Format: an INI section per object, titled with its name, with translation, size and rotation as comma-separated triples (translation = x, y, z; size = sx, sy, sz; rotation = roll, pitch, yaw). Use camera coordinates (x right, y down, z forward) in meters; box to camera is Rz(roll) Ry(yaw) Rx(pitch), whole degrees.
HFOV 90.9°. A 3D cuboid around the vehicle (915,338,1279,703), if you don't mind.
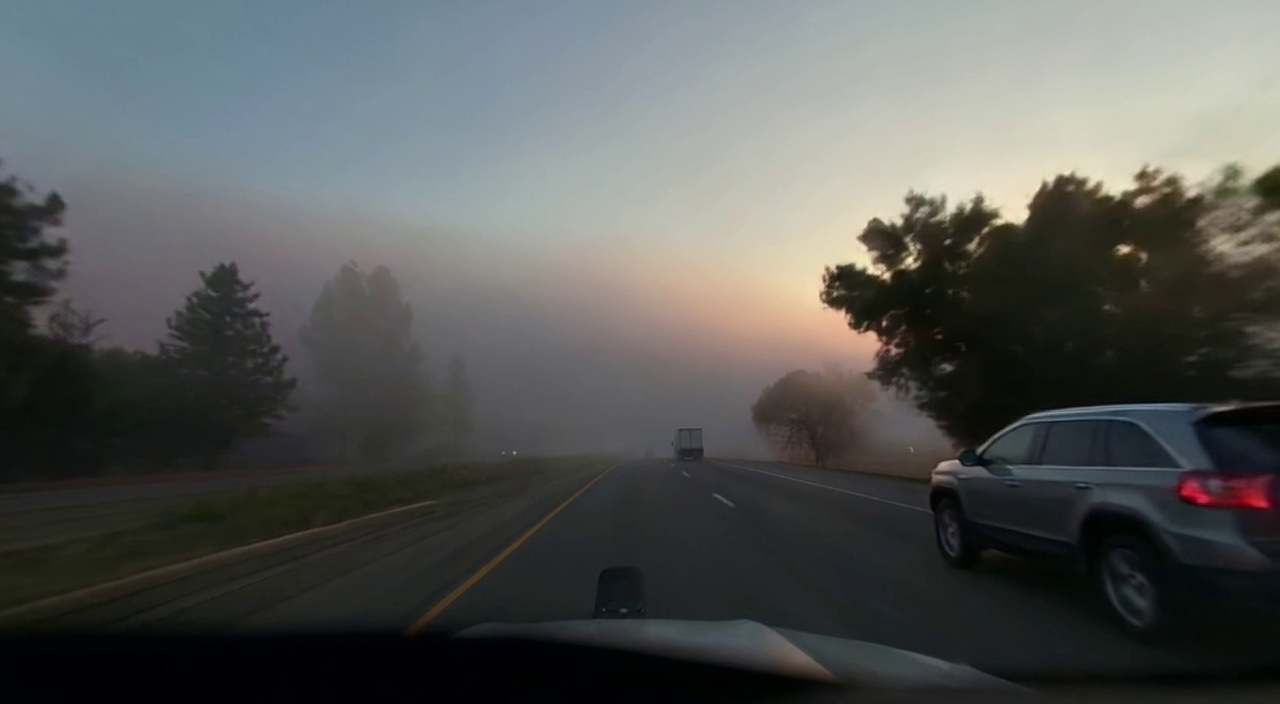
[vehicle]
translation = 3.995, 0.984, 3.899
size = 2.070, 1.799, 5.584
rotation = 0, -8, 0
